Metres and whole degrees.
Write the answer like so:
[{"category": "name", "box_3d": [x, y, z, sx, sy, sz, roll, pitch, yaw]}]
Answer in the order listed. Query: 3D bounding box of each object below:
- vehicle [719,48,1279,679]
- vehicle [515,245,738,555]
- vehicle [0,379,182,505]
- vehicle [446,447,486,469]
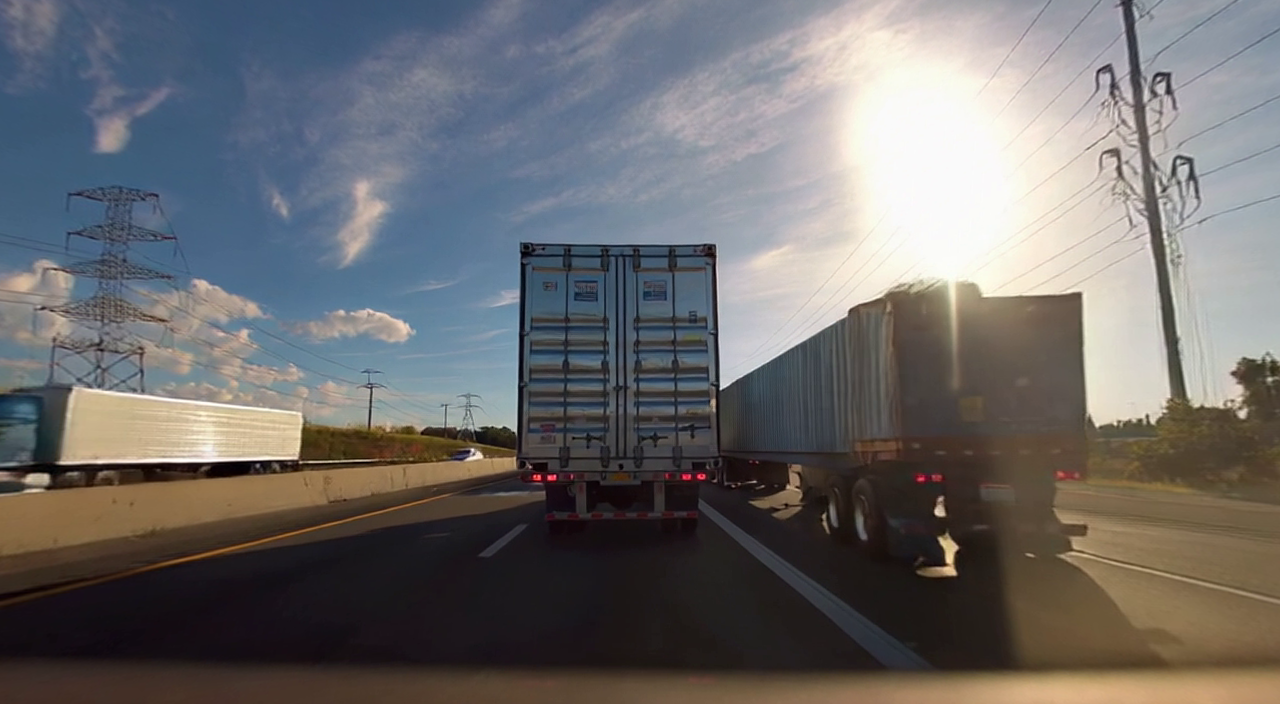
[{"category": "vehicle", "box_3d": [3.610, 0.891, 10.474, 2.797, 4.023, 13.066, 0, -9, 0]}, {"category": "vehicle", "box_3d": [-0.132, 1.459, 14.313, 2.841, 4.071, 12.046, -1, -9, 0]}, {"category": "vehicle", "box_3d": [-20.288, 3.114, 21.549, 3.024, 3.645, 8.371, 0, -9, 0]}, {"category": "vehicle", "box_3d": [-13.137, 8.008, 47.926, 1.950, 1.526, 3.713, -1, -9, 1]}]
